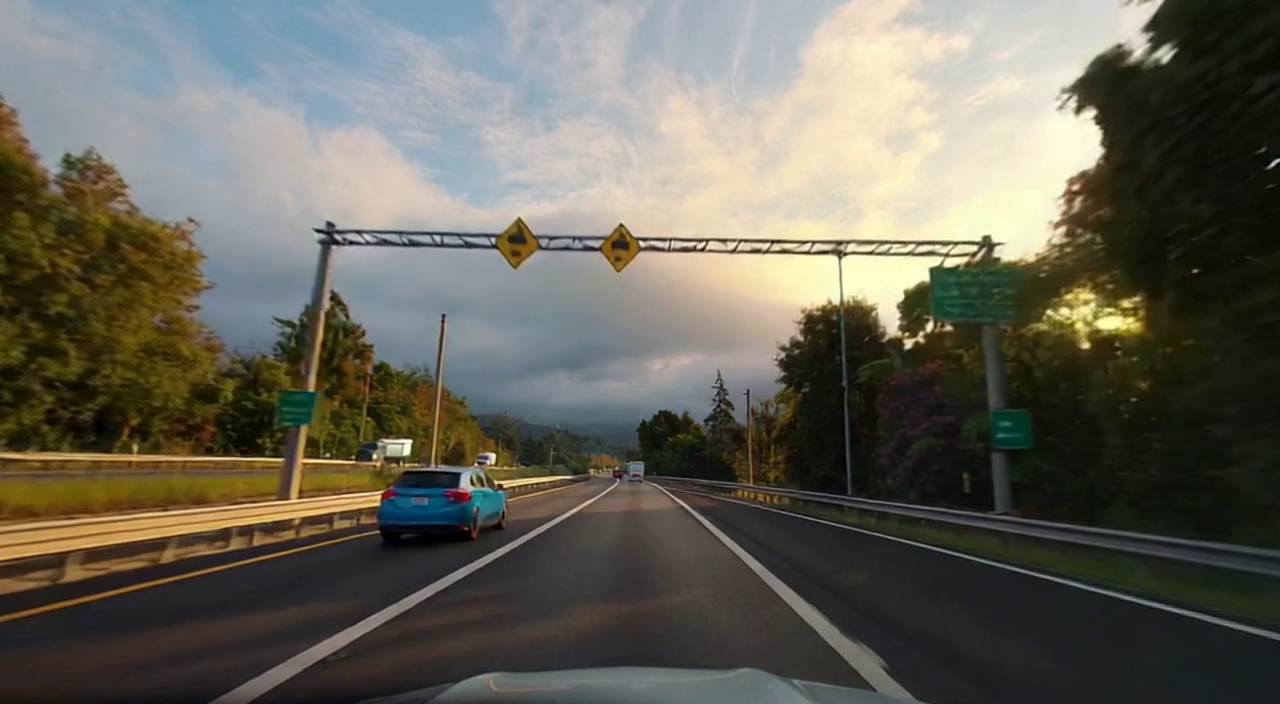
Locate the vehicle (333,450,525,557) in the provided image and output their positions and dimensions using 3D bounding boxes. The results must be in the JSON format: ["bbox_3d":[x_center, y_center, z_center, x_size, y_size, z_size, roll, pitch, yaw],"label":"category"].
[{"bbox_3d":[-3.565,2.676,11.681,1.967,1.556,4.364,1,-10,1],"label":"vehicle"}]
